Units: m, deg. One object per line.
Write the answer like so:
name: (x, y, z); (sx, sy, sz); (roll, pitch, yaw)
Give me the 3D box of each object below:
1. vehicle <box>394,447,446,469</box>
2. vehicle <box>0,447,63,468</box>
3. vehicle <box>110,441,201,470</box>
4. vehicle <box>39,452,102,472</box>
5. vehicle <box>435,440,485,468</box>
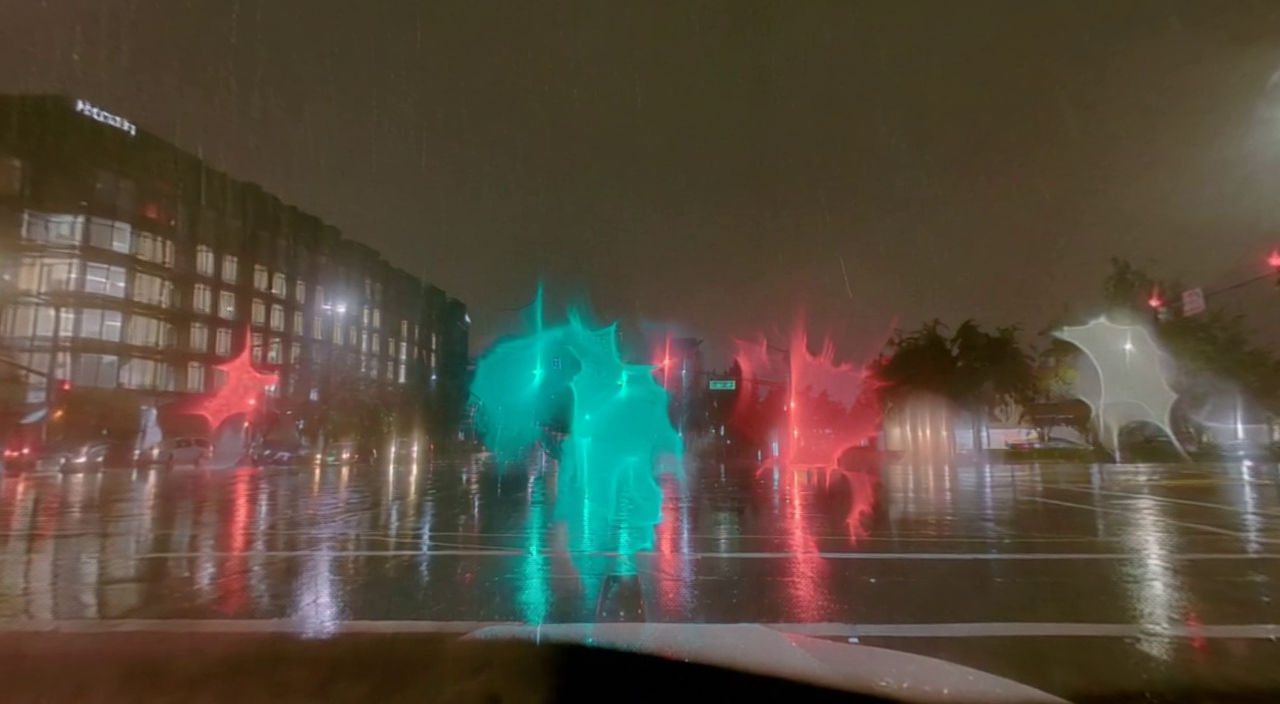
vehicle: (-15.520, 7.450, 44.808); (2.056, 1.450, 4.343); (0, -8, 1)
vehicle: (-45.255, 7.769, 46.587); (1.858, 1.467, 3.624); (0, -8, 0)
vehicle: (-34.905, 7.423, 45.729); (2.204, 1.955, 5.518); (0, -8, 0)
vehicle: (-41.601, 8.021, 46.220); (1.552, 1.339, 3.340); (-2, -9, 0)
vehicle: (-11.959, 6.798, 42.319); (2.080, 1.763, 4.341); (0, -8, 0)
